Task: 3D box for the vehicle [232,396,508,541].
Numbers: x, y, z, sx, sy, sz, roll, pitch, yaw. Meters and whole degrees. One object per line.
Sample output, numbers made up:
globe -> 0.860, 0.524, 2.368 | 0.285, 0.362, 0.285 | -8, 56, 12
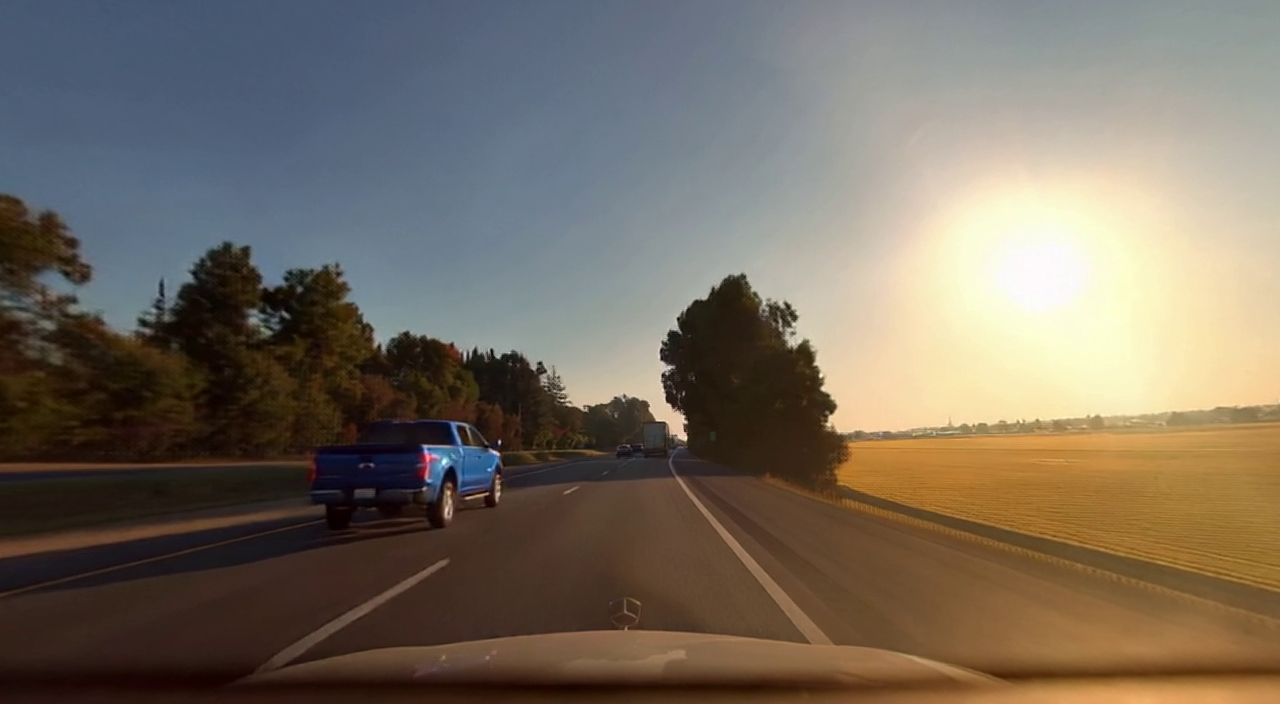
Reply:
vehicle -> -3.934, 1.848, 10.505 | 2.295, 1.815, 4.983 | 0, -9, 1
